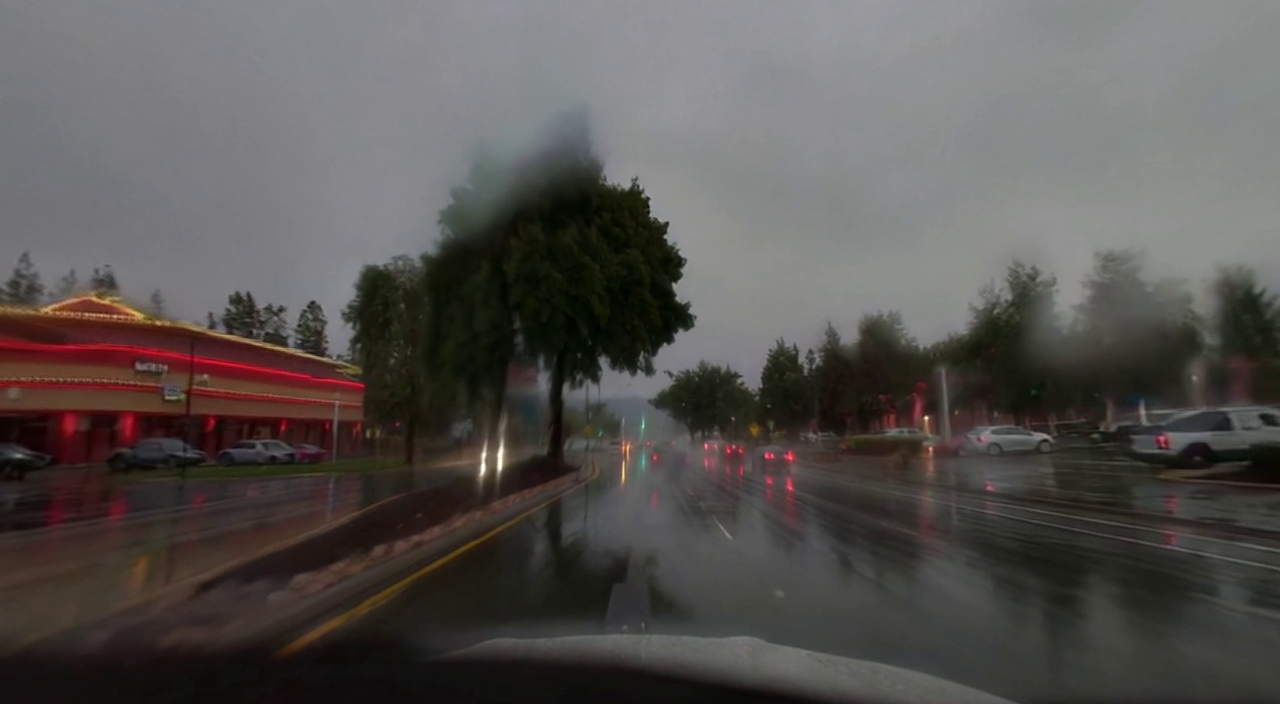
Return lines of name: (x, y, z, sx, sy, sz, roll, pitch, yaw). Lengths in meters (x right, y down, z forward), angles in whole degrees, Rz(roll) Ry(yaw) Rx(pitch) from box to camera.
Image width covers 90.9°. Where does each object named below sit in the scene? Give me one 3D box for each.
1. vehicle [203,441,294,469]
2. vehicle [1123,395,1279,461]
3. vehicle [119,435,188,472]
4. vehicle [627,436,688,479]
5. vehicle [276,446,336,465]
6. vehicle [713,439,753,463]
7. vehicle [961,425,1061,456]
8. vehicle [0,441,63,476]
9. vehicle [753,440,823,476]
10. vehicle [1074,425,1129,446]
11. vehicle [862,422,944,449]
vehicle: (-26.800, 7.036, 43.266, 4.853, 1.788, 2.059, 0, -8, 1)
vehicle: (19.294, 2.441, 19.918, 6.173, 1.962, 2.208, 0, -9, 0)
vehicle: (-28.834, 5.945, 37.255, 5.346, 1.985, 2.207, -8, -11, 42)
vehicle: (0.555, 3.982, 23.996, 2.091, 1.472, 4.697, 0, -9, -1)
vehicle: (-25.742, 7.957, 48.628, 3.574, 1.399, 1.754, 0, -9, 1)
vehicle: (6.626, 7.116, 45.433, 2.105, 1.646, 4.612, 0, -9, -2)
vehicle: (19.669, 4.699, 33.513, 4.059, 1.563, 1.995, 1, -9, -2)
vehicle: (-32.432, 5.595, 33.471, 5.148, 1.674, 2.163, -8, -11, 44)
vehicle: (6.606, 4.791, 28.663, 2.016, 1.479, 4.532, 0, -9, -1)
vehicle: (33.131, 6.048, 45.382, 1.797, 1.426, 4.346, -3, -9, 17)
vehicle: (19.615, 6.273, 47.140, 5.117, 1.905, 2.075, 0, -9, 0)
